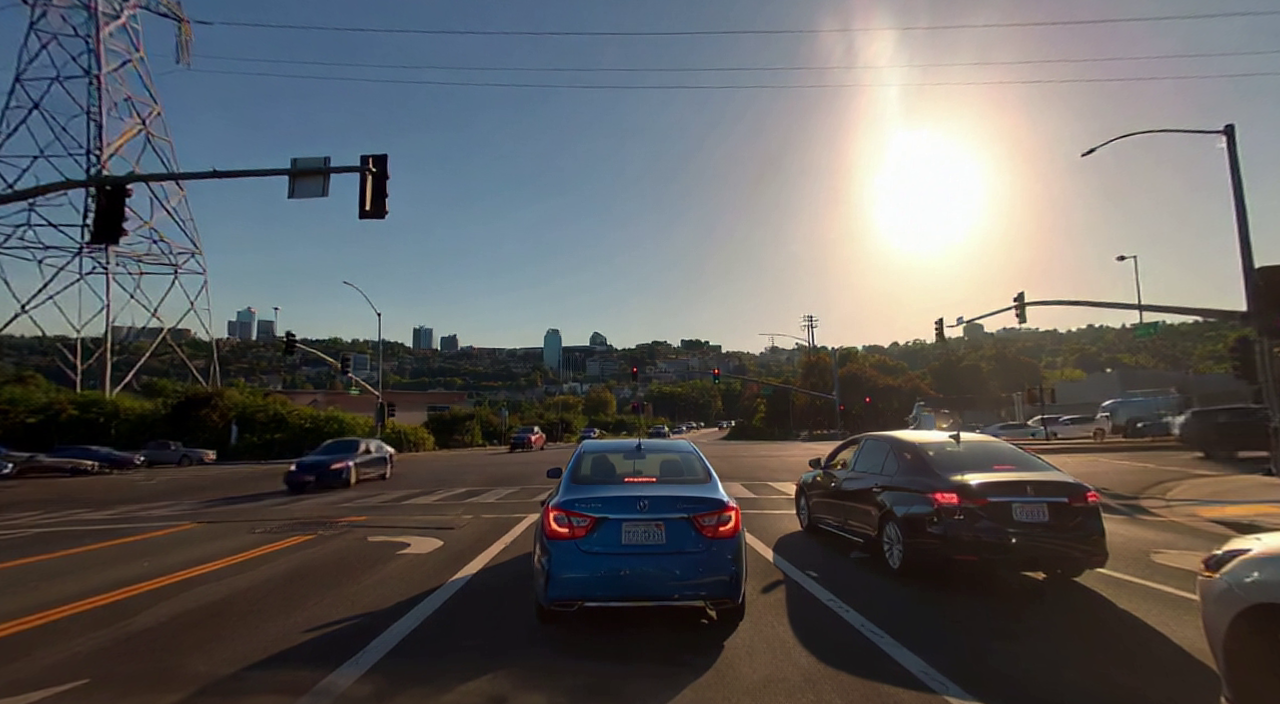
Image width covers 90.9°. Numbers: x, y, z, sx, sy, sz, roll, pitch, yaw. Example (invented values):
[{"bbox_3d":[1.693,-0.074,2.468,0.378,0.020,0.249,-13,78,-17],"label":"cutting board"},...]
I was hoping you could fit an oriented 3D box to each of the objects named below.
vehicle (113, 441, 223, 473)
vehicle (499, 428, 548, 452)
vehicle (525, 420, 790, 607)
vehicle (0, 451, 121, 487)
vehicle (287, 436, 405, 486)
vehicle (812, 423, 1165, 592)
[{"bbox_3d":[-25.995,5.772,34.811,4.417,1.637,1.956,0,-8,-2],"label":"vehicle"},{"bbox_3d":[-8.795,6.741,48.112,2.269,1.716,5.700,-1,-8,4],"label":"vehicle"},{"bbox_3d":[0.125,1.597,7.130,2.117,1.474,4.036,0,-8,0],"label":"vehicle"},{"bbox_3d":[-25.897,5.118,27.770,4.263,1.464,1.895,0,-8,-1],"label":"vehicle"},{"bbox_3d":[-9.870,3.680,21.563,1.910,1.537,4.123,-1,-8,2],"label":"vehicle"},{"bbox_3d":[3.666,1.684,7.722,1.835,1.473,4.190,0,-8,-2],"label":"vehicle"}]
